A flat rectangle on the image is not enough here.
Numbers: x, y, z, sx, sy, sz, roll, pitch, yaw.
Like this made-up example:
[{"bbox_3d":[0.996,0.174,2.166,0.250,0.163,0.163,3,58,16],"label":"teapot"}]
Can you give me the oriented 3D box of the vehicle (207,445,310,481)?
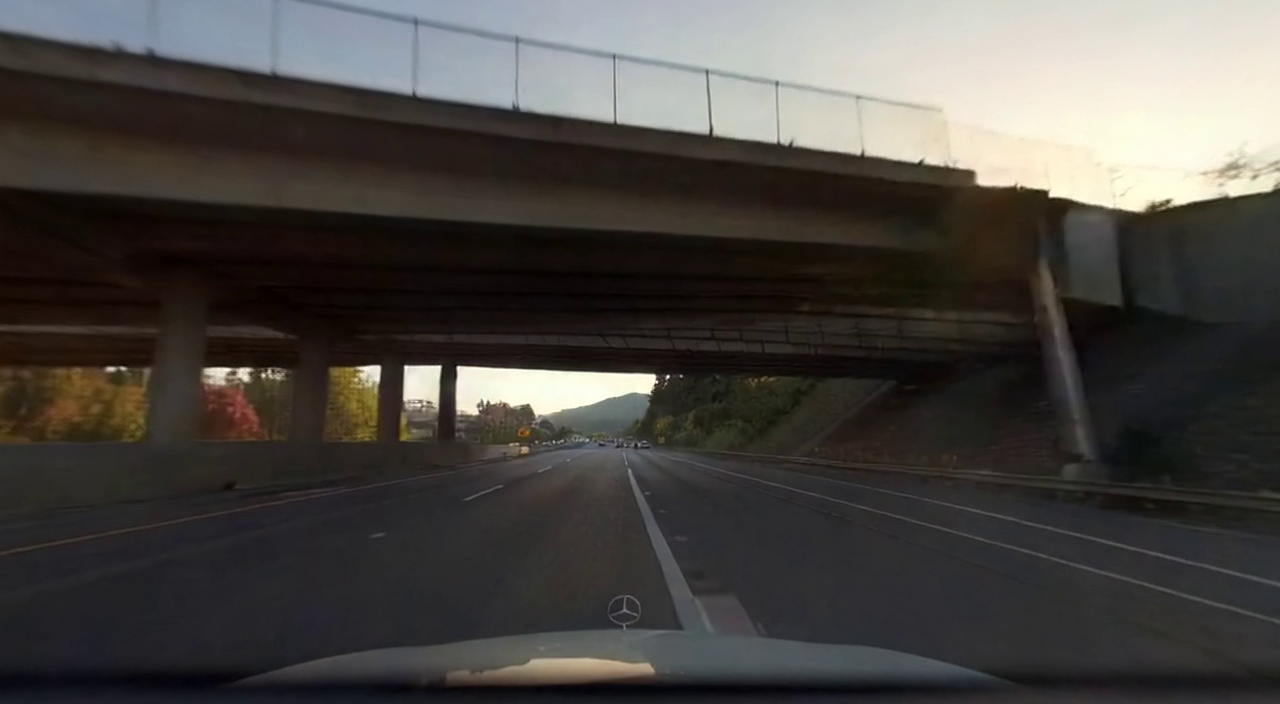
[{"bbox_3d":[-16.006,4.667,26.733,1.847,1.416,4.254,0,-9,-3],"label":"vehicle"}]
